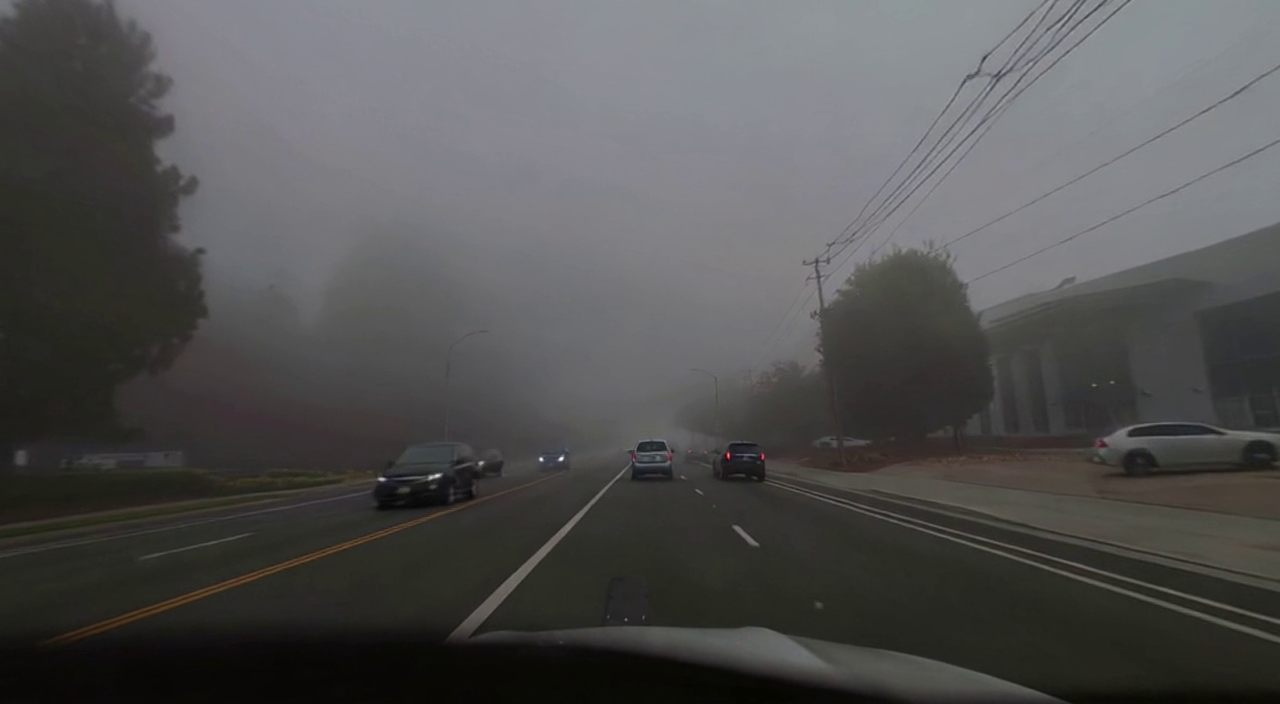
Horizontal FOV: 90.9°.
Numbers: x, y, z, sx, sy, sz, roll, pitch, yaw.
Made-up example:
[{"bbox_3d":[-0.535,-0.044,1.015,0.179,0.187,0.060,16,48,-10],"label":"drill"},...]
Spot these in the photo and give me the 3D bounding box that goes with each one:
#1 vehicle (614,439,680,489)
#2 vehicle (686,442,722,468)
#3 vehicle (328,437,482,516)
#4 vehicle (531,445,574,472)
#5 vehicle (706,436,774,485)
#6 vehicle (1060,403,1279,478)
[{"bbox_3d":[0.264,4.079,23.325,2.200,1.653,4.127,0,-9,1],"label":"vehicle"},{"bbox_3d":[4.414,7.182,44.147,2.024,1.711,4.512,0,-9,0],"label":"vehicle"},{"bbox_3d":[-6.068,3.271,17.112,2.193,1.802,4.946,0,-9,1],"label":"vehicle"},{"bbox_3d":[-5.889,7.211,42.810,2.187,1.711,4.505,0,-9,1],"label":"vehicle"},{"bbox_3d":[3.702,4.088,23.973,1.914,1.698,4.049,0,-9,0],"label":"vehicle"},{"bbox_3d":[15.477,2.511,17.806,5.731,1.720,2.822,-9,-11,31],"label":"vehicle"}]
